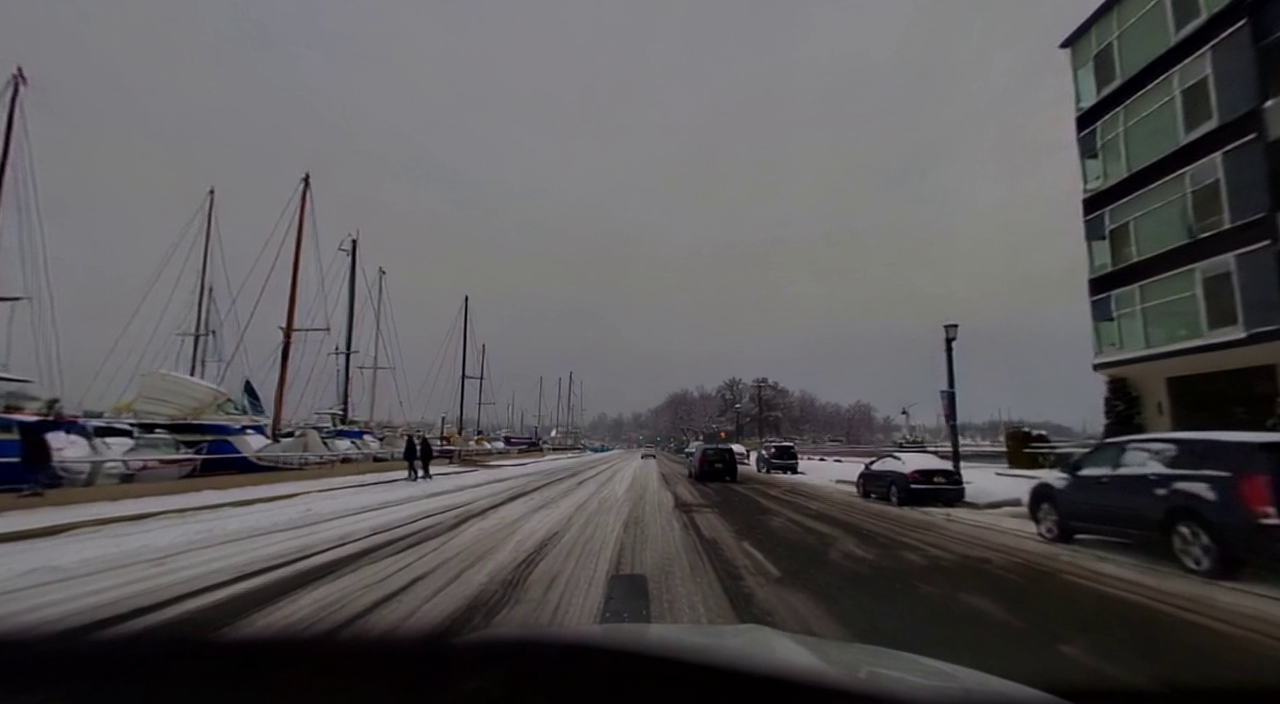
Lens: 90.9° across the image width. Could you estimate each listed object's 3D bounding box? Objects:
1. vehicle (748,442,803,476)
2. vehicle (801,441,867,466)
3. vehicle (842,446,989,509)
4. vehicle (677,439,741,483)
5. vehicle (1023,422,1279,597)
[{"bbox_3d":[7.501,5.946,35.394,2.029,1.750,4.825,0,-9,0],"label":"vehicle"},{"bbox_3d":[14.845,7.762,48.413,4.406,1.783,2.020,2,-8,-4],"label":"vehicle"},{"bbox_3d":[7.502,3.432,17.739,2.112,1.514,4.371,0,-9,-1],"label":"vehicle"},{"bbox_3d":[2.713,4.405,25.787,2.047,1.640,4.051,0,-9,-1],"label":"vehicle"},{"bbox_3d":[7.370,1.861,8.239,1.901,1.726,4.517,-1,-9,1],"label":"vehicle"}]
